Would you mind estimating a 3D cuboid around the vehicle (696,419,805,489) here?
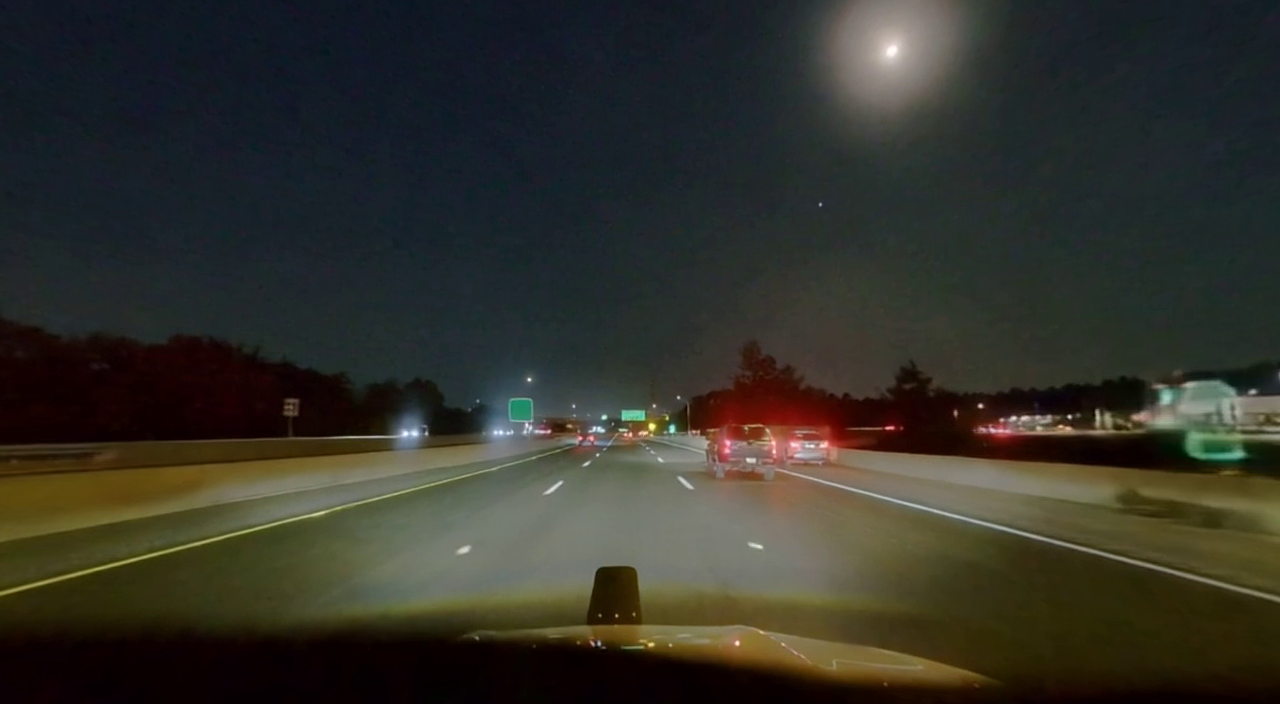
[{"bbox_3d":[2.807,2.706,17.037,2.022,1.637,4.229,0,-8,-2],"label":"vehicle"}]
